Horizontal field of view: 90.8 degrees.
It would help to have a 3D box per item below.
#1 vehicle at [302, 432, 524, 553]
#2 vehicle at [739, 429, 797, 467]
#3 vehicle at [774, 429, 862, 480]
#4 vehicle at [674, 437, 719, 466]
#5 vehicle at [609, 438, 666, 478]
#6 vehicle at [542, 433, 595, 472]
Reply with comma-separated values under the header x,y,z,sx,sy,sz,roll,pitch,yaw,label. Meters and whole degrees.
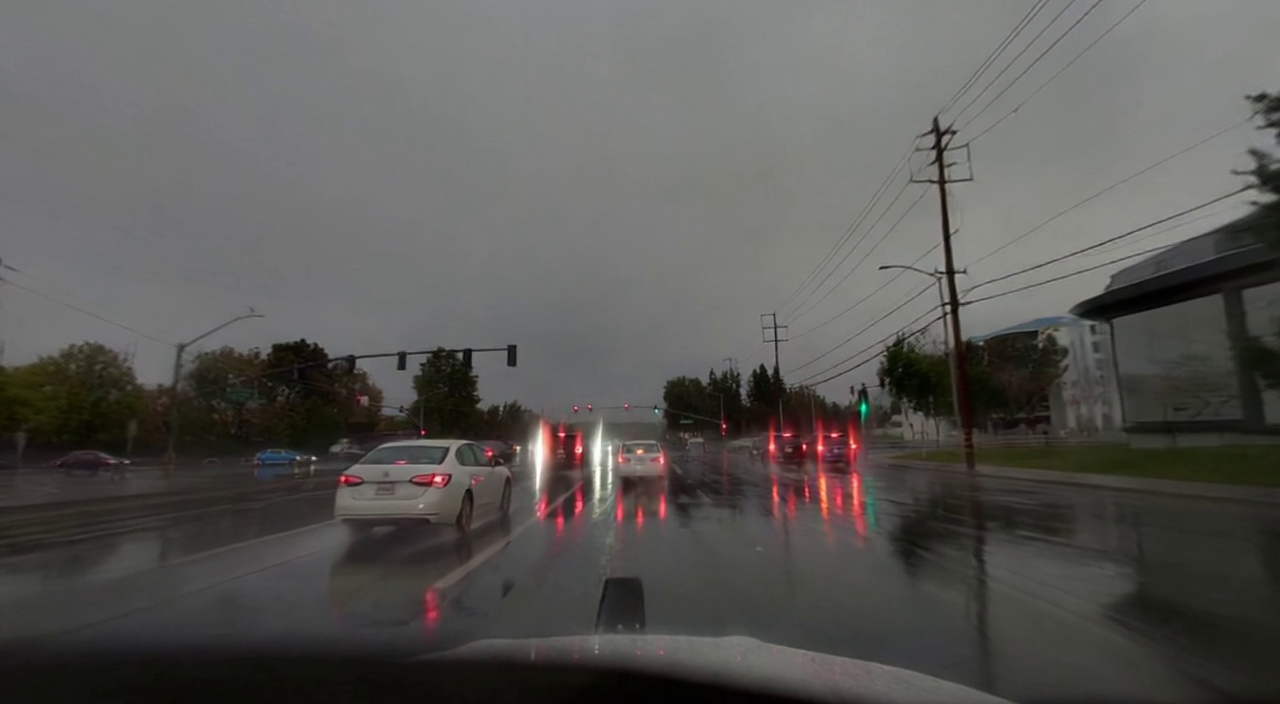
x,y,z,sx,sy,sz,roll,pitch,yaw,label
-3.201,2.056,9.998,1.837,1.463,4.311,0,-8,1,vehicle
7.270,5.538,36.548,2.156,1.982,5.358,0,-8,-1,vehicle
6.481,3.805,23.579,1.945,1.706,4.190,0,-8,-2,vehicle
3.137,5.661,36.090,1.987,1.515,4.521,0,-8,-2,vehicle
-0.102,4.177,25.135,2.098,1.431,3.958,0,-8,0,vehicle
-3.388,4.837,30.627,2.033,1.714,4.278,0,-8,1,vehicle
